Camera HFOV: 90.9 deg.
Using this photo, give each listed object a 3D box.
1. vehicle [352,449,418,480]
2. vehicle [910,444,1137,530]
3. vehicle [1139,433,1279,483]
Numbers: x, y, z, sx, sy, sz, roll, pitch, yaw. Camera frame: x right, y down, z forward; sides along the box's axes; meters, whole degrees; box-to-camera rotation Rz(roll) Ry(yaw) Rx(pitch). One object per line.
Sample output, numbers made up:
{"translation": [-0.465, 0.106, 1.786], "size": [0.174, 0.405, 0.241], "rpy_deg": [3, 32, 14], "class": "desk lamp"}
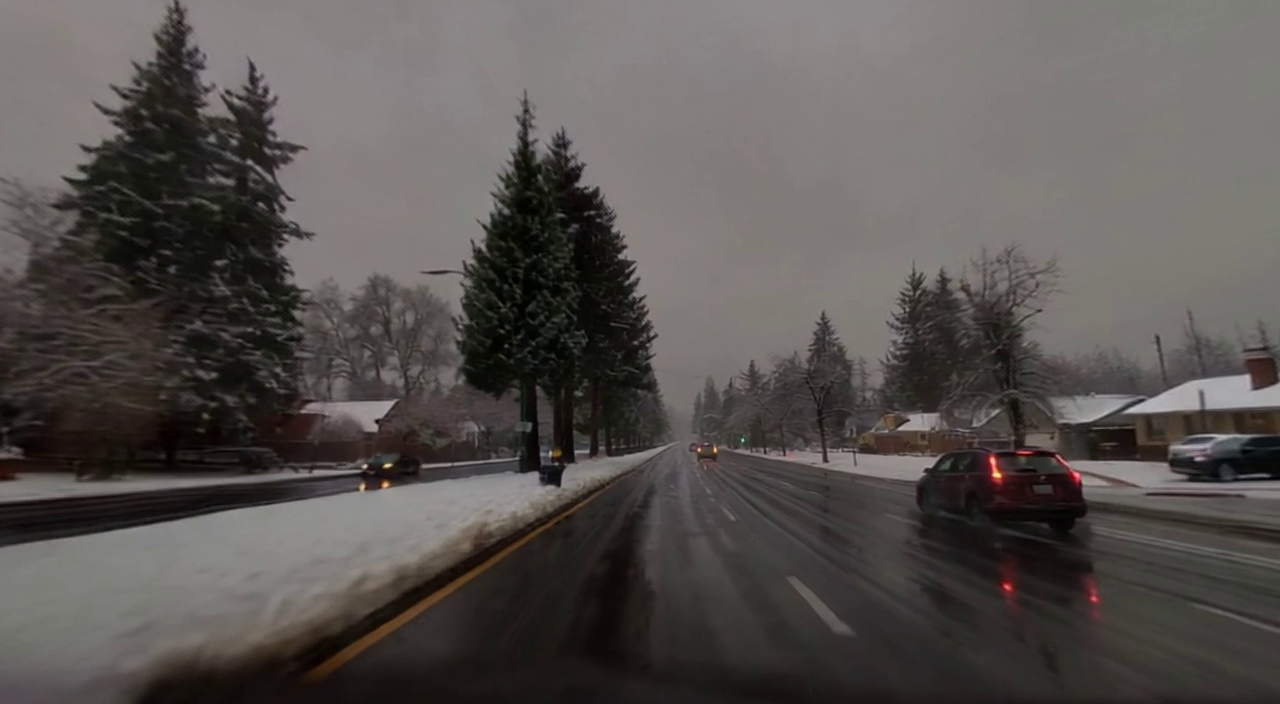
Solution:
{"translation": [-15.694, 6.916, 39.051], "size": [2.026, 1.690, 4.656], "rpy_deg": [0, -8, 2], "class": "vehicle"}
{"translation": [7.486, 2.621, 12.971], "size": [1.855, 1.444, 4.389], "rpy_deg": [0, -8, -1], "class": "vehicle"}
{"translation": [21.521, 3.911, 23.531], "size": [2.011, 1.661, 4.712], "rpy_deg": [0, -8, 2], "class": "vehicle"}
